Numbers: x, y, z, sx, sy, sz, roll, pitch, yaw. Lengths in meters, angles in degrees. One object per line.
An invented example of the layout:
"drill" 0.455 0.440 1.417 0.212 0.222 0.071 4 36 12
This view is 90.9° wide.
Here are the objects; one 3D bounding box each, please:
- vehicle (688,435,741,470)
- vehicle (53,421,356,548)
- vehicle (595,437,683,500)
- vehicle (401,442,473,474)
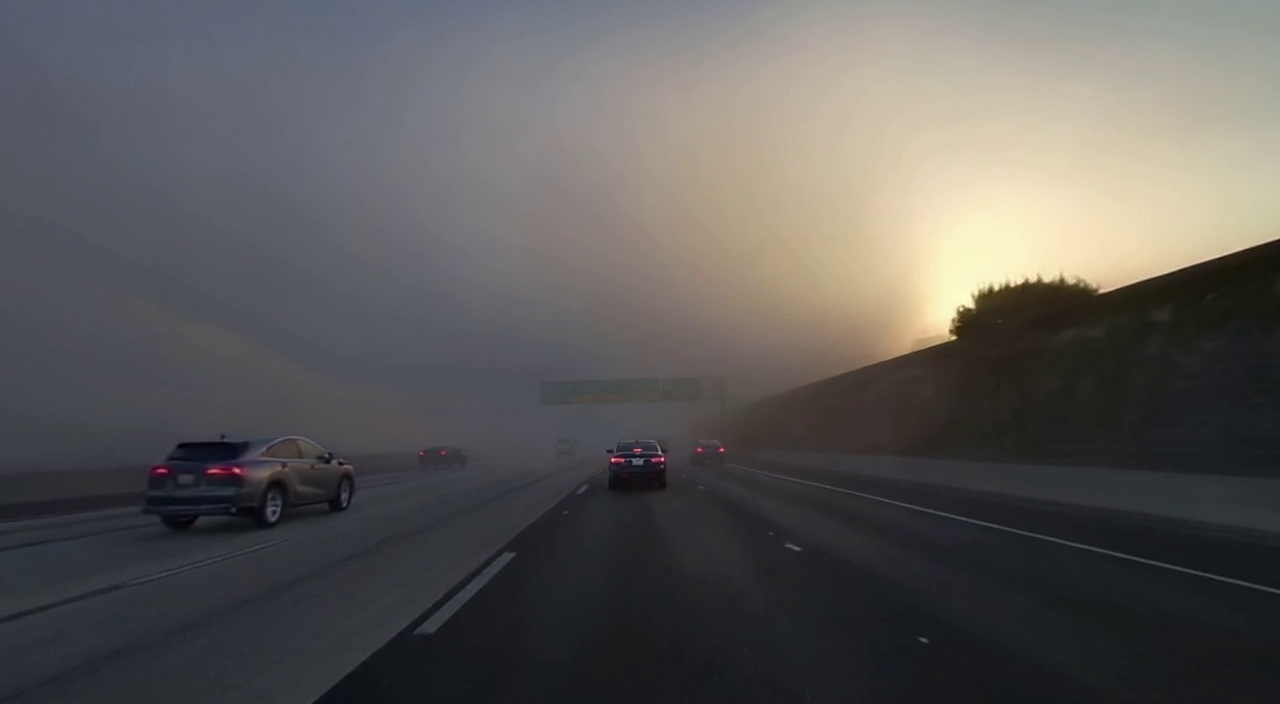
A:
"vehicle" 3.870 5.307 33.581 2.100 1.707 4.342 0 -8 -2
"vehicle" -6.752 2.074 10.560 2.060 1.669 4.242 0 -8 -1
"vehicle" -0.064 3.051 16.954 2.042 1.446 4.269 0 -8 -1
"vehicle" -10.327 5.411 32.541 2.019 1.510 4.992 0 -8 0
